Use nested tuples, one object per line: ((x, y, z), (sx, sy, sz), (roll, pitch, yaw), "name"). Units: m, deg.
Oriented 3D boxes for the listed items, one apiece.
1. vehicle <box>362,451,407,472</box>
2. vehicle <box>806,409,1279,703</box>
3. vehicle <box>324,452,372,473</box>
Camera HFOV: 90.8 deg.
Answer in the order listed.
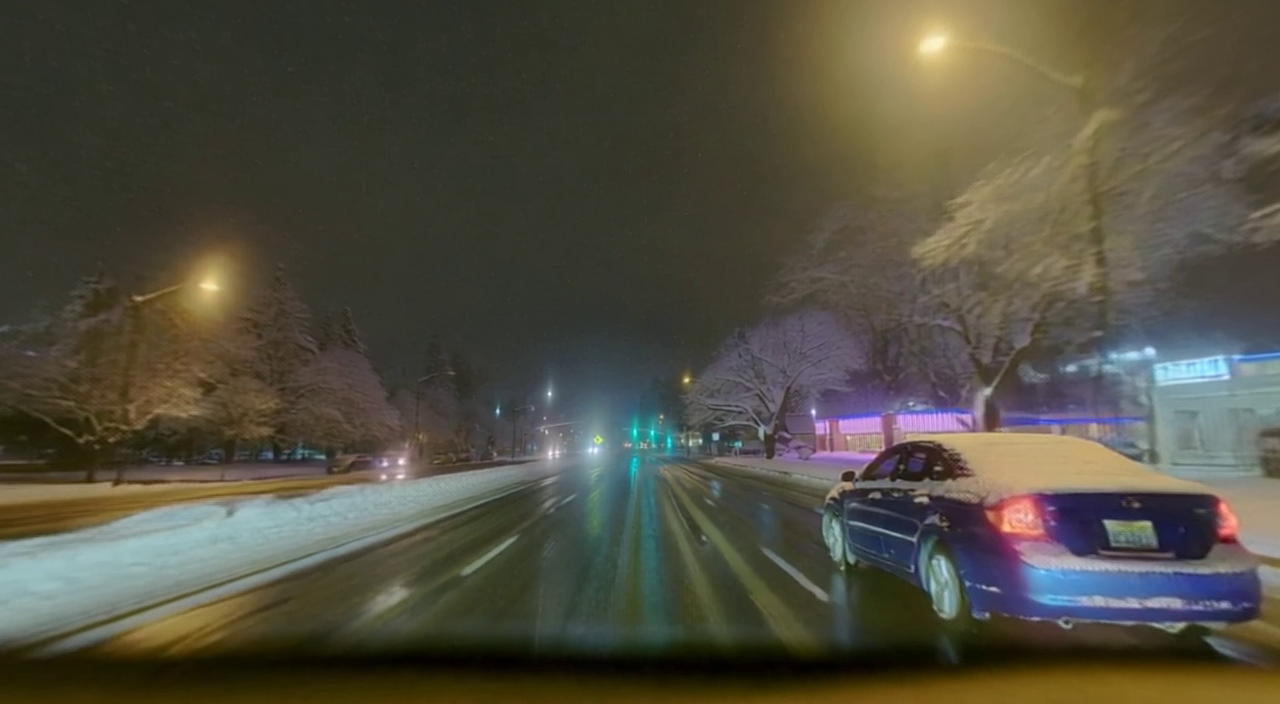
((-19.385, 8.292, 48.042), (1.761, 1.488, 3.822), (-1, -8, 0), "vehicle")
((3.075, 1.360, 5.417), (2.004, 1.470, 4.544), (0, -8, -1), "vehicle")
((-22.617, 8.582, 49.077), (1.745, 1.476, 4.123), (-1, -8, -1), "vehicle")
